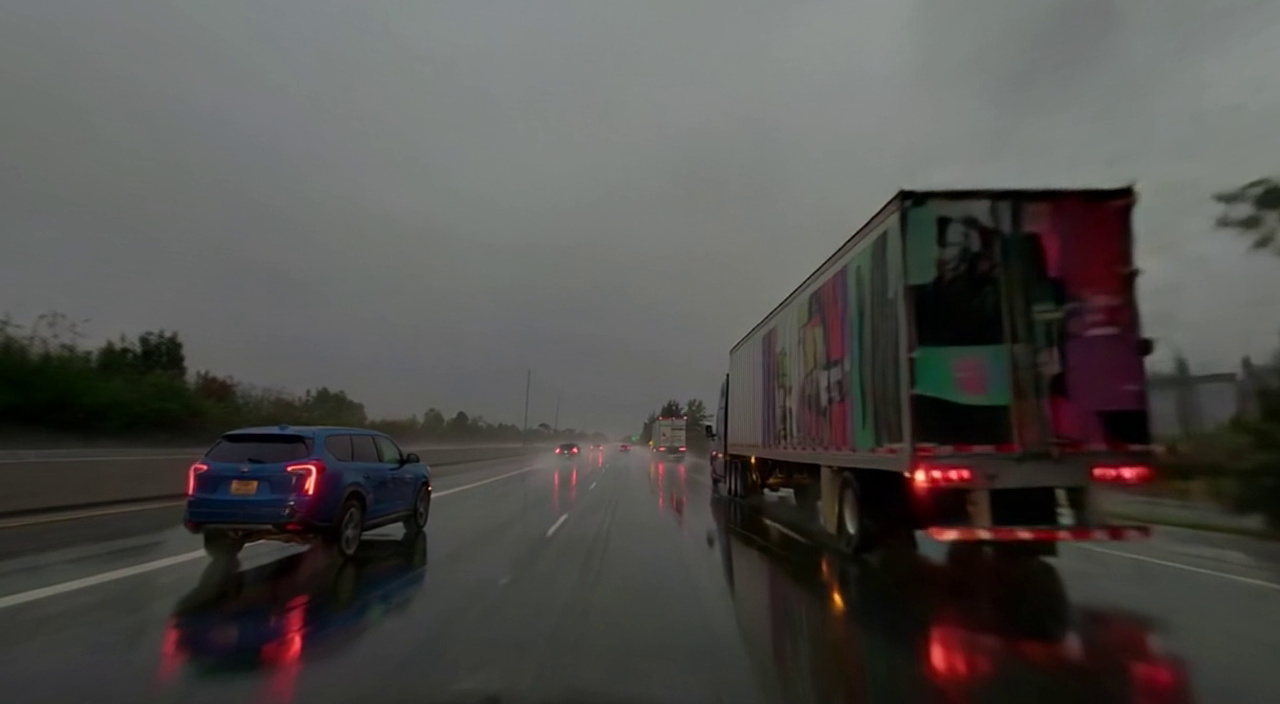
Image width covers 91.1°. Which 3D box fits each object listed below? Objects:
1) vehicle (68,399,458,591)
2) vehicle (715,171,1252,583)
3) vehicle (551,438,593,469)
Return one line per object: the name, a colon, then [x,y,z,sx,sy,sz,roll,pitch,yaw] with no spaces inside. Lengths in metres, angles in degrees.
vehicle: [-4.164,1.676,8.198,2.202,1.760,4.617,0,-9,0]
vehicle: [4.067,1.201,13.025,2.933,4.016,13.949,0,-9,-1]
vehicle: [-4.039,6.142,38.182,2.139,1.716,4.530,0,-9,-1]
